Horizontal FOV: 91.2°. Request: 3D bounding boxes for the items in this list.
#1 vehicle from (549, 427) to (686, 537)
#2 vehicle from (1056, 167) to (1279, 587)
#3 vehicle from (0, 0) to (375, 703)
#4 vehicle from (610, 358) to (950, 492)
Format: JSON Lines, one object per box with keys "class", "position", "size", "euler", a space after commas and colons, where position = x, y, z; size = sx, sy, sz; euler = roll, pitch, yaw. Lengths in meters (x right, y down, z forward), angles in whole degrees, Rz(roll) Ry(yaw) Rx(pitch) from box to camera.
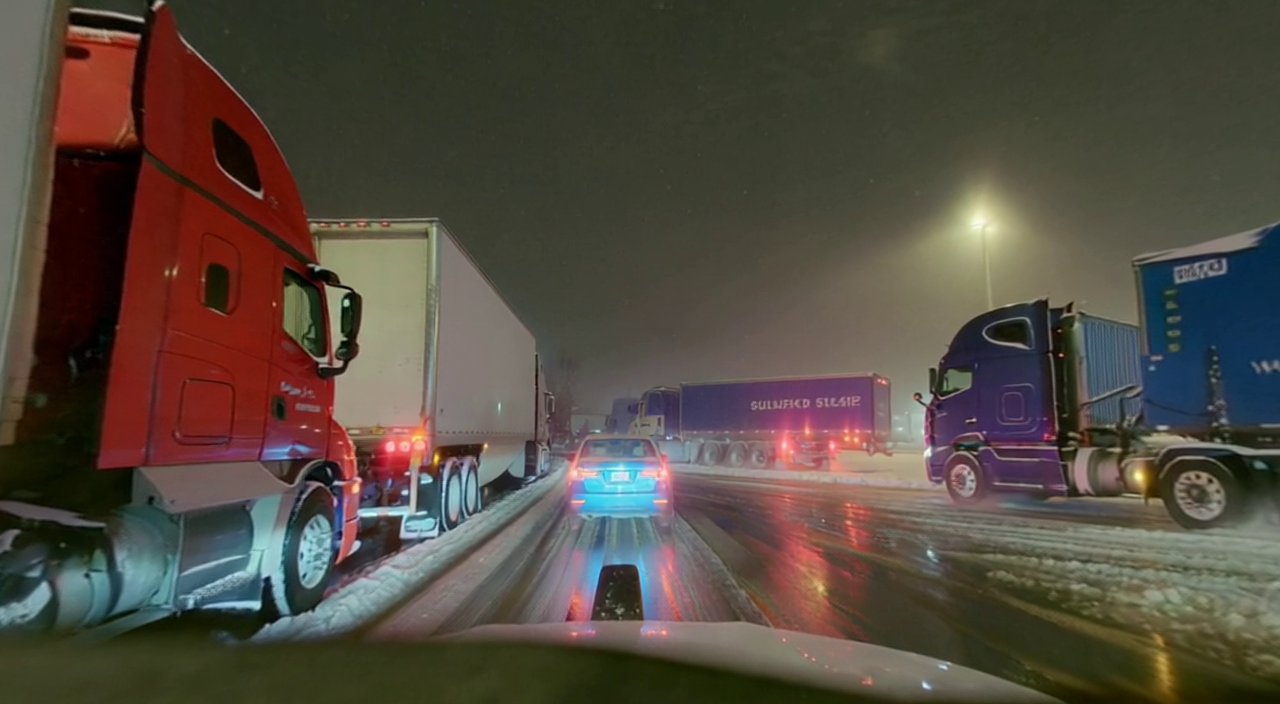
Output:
{"class": "vehicle", "position": [-0.388, 2.346, 11.842], "size": [2.140, 1.682, 3.971], "euler": [0, -9, -1]}
{"class": "vehicle", "position": [11.170, -0.219, 3.957], "size": [13.564, 4.152, 3.110], "euler": [-9, -12, 42]}
{"class": "vehicle", "position": [-3.951, -0.092, 1.318], "size": [2.986, 3.391, 9.523], "euler": [0, -9, -3]}
{"class": "vehicle", "position": [4.478, 3.168, 25.727], "size": [2.877, 4.124, 14.516], "euler": [4, -9, -41]}
